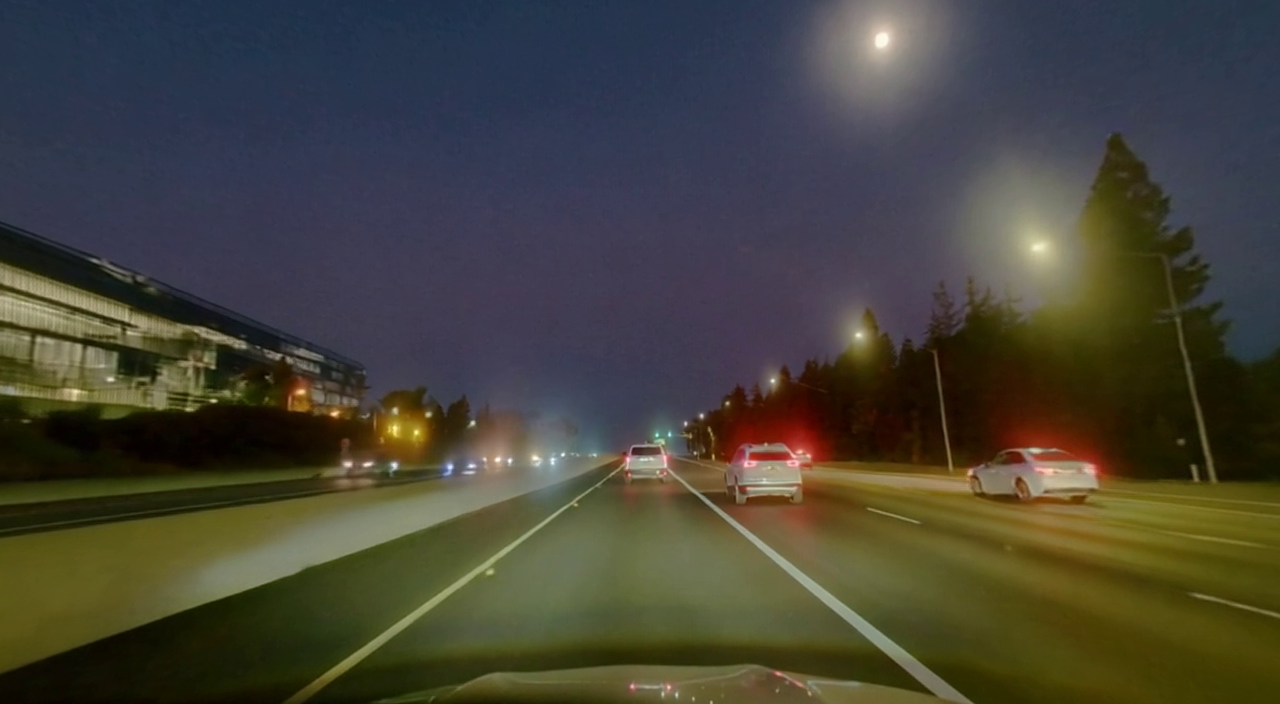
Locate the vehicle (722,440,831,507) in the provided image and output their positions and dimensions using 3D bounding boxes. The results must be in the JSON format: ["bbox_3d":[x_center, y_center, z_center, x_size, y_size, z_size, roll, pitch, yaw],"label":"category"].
[{"bbox_3d":[3.548,3.222,17.254,2.042,1.592,4.047,0,-8,-1],"label":"vehicle"}]

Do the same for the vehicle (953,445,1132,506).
[{"bbox_3d":[10.984,3.356,17.713,2.027,1.446,4.470,0,-8,0],"label":"vehicle"}]

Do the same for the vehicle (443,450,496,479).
[{"bbox_3d":[-10.699,7.054,39.864,2.012,1.685,4.411,0,-8,1],"label":"vehicle"}]

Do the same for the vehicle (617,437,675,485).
[{"bbox_3d":[0.243,4.647,27.250,2.290,1.862,4.454,0,-8,1],"label":"vehicle"}]
